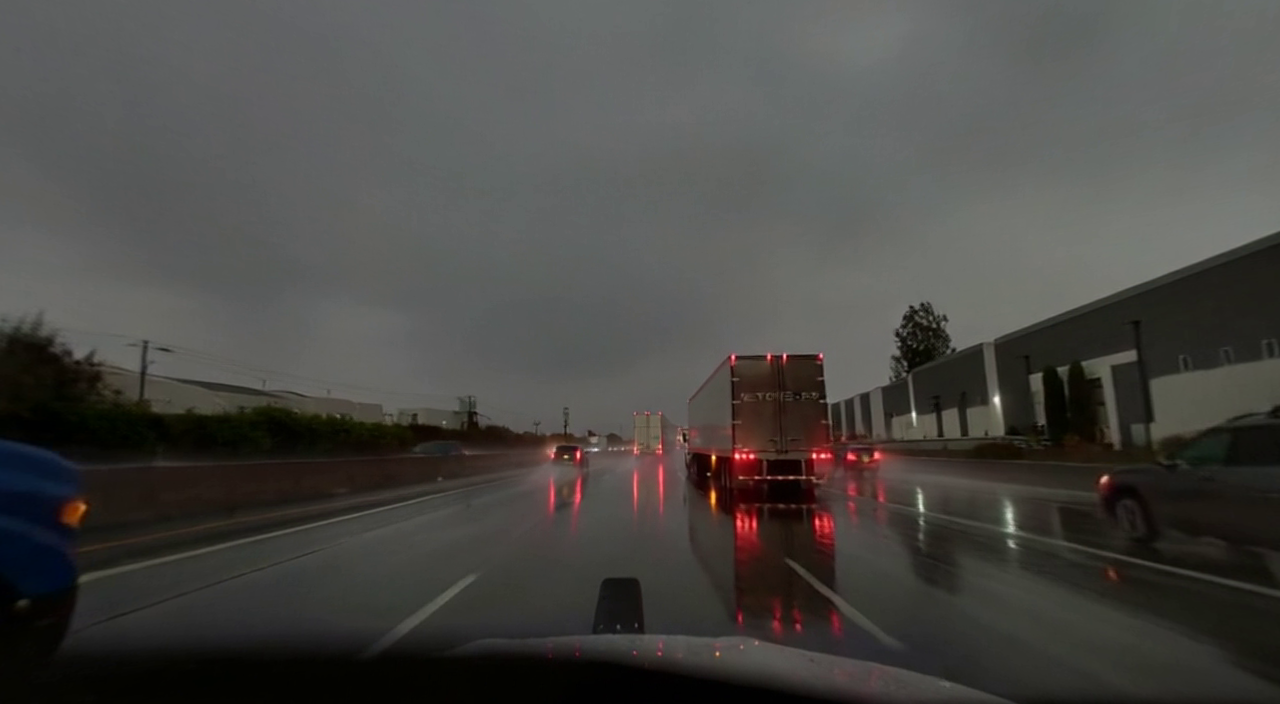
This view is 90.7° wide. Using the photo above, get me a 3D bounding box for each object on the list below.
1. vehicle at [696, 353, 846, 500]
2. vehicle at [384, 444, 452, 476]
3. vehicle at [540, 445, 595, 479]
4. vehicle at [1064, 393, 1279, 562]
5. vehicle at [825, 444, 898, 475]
[{"bbox_3d":[4.131,2.989,23.903,2.951,3.974,13.340,-1,-9,1],"label":"vehicle"},{"bbox_3d":[-11.941,5.819,34.367,1.957,1.602,4.608,-1,-9,1],"label":"vehicle"},{"bbox_3d":[-3.294,5.100,29.618,2.024,1.472,4.014,-1,-9,1],"label":"vehicle"},{"bbox_3d":[8.466,1.539,7.961,2.216,1.918,5.742,0,-9,-1],"label":"vehicle"},{"bbox_3d":[11.376,5.550,32.908,2.060,1.499,4.683,0,-9,-1],"label":"vehicle"}]
